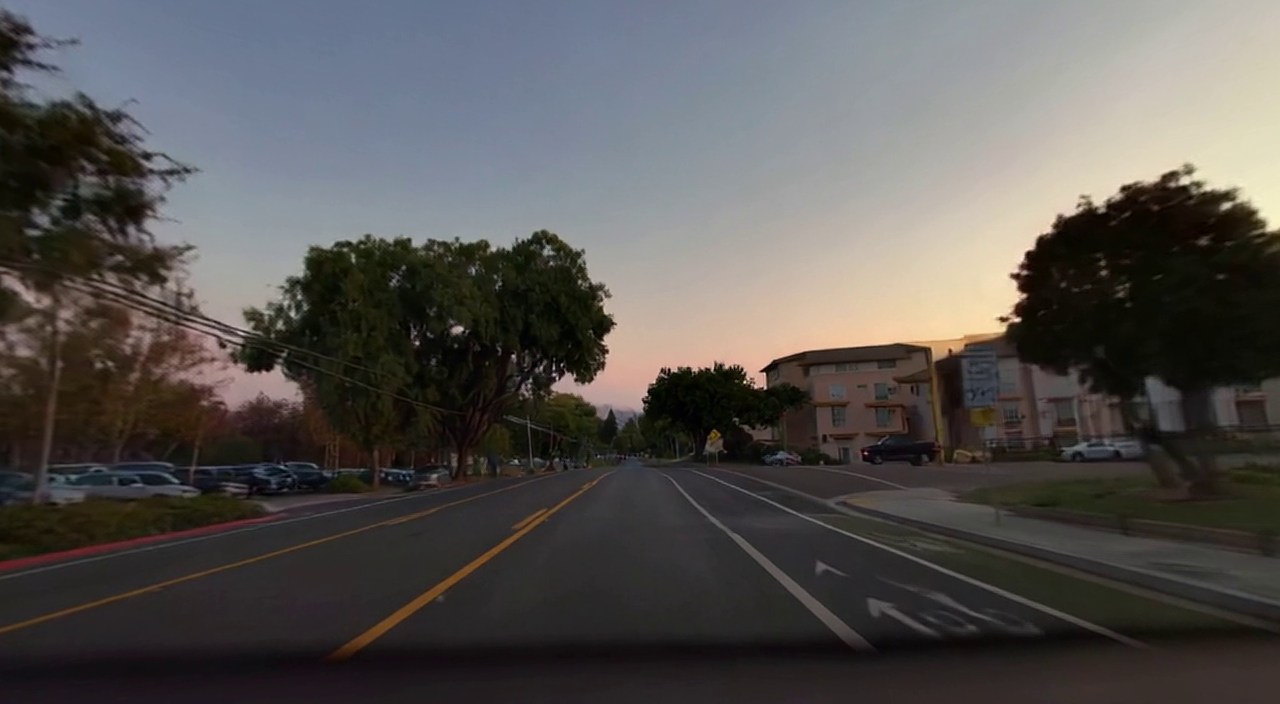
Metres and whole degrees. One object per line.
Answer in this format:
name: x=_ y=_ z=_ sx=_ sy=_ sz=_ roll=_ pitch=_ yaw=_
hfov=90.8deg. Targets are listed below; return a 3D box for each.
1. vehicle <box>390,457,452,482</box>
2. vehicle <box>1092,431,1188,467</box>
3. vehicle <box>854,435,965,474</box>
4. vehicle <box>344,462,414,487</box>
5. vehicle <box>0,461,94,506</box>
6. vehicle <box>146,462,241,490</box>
vehicle: x=-16.538 y=8.844 z=47.641 sx=4.311 sy=1.746 sz=1.984 roll=-5 pitch=-10 yaw=30
vehicle: x=23.153 y=4.479 z=29.223 sx=4.694 sy=1.496 sz=1.845 roll=5 pitch=-10 yaw=-31
vehicle: x=12.760 y=4.865 z=30.014 sx=4.632 sy=1.701 sz=1.975 roll=-4 pitch=-10 yaw=26
vehicle: x=-17.363 y=8.072 z=41.958 sx=4.708 sy=1.472 sz=1.994 roll=-6 pitch=-11 yaw=35
vehicle: x=-26.510 y=5.563 z=26.854 sx=4.450 sy=1.749 sz=1.925 roll=3 pitch=-9 yaw=-18
vehicle: x=-27.292 y=7.579 z=38.786 sx=4.272 sy=1.613 sz=1.855 roll=2 pitch=-9 yaw=-14
